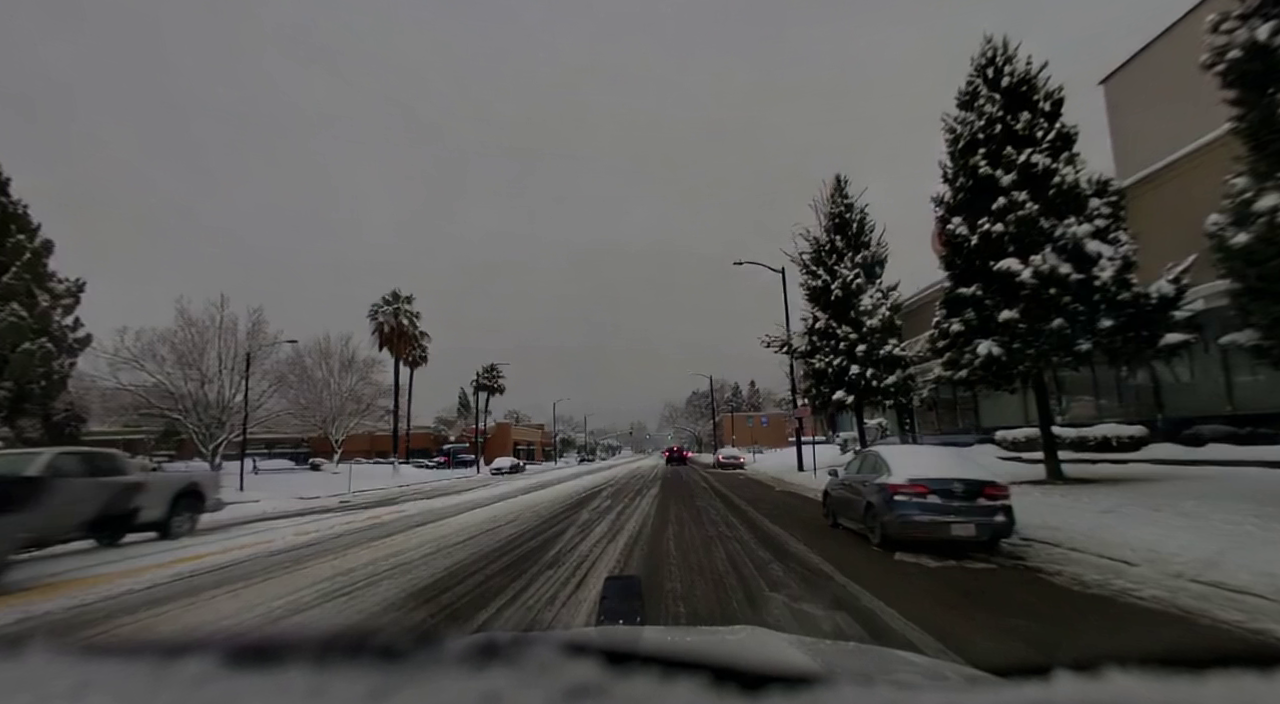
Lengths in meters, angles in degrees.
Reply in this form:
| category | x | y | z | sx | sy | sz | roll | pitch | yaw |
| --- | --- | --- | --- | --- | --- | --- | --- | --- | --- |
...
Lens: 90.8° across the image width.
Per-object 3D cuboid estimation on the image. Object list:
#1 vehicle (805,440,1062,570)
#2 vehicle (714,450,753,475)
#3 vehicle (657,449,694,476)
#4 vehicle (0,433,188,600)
| category | x | y | z | sx | sy | sz | roll | pitch | yaw |
| --- | --- | --- | --- | --- | --- | --- | --- | --- | --- |
| vehicle | 4.156 | 2.198 | 10.021 | 2.025 | 1.538 | 4.707 | -1 | -9 | 3 |
| vehicle | 5.893 | 7.019 | 40.339 | 1.834 | 1.504 | 4.331 | 0 | -9 | 0 |
| vehicle | 2.092 | 6.542 | 37.766 | 2.067 | 1.477 | 4.653 | 0 | -9 | 3 |
| vehicle | -8.375 | 1.925 | 7.617 | 2.356 | 1.842 | 5.364 | 1 | -9 | -7 |
